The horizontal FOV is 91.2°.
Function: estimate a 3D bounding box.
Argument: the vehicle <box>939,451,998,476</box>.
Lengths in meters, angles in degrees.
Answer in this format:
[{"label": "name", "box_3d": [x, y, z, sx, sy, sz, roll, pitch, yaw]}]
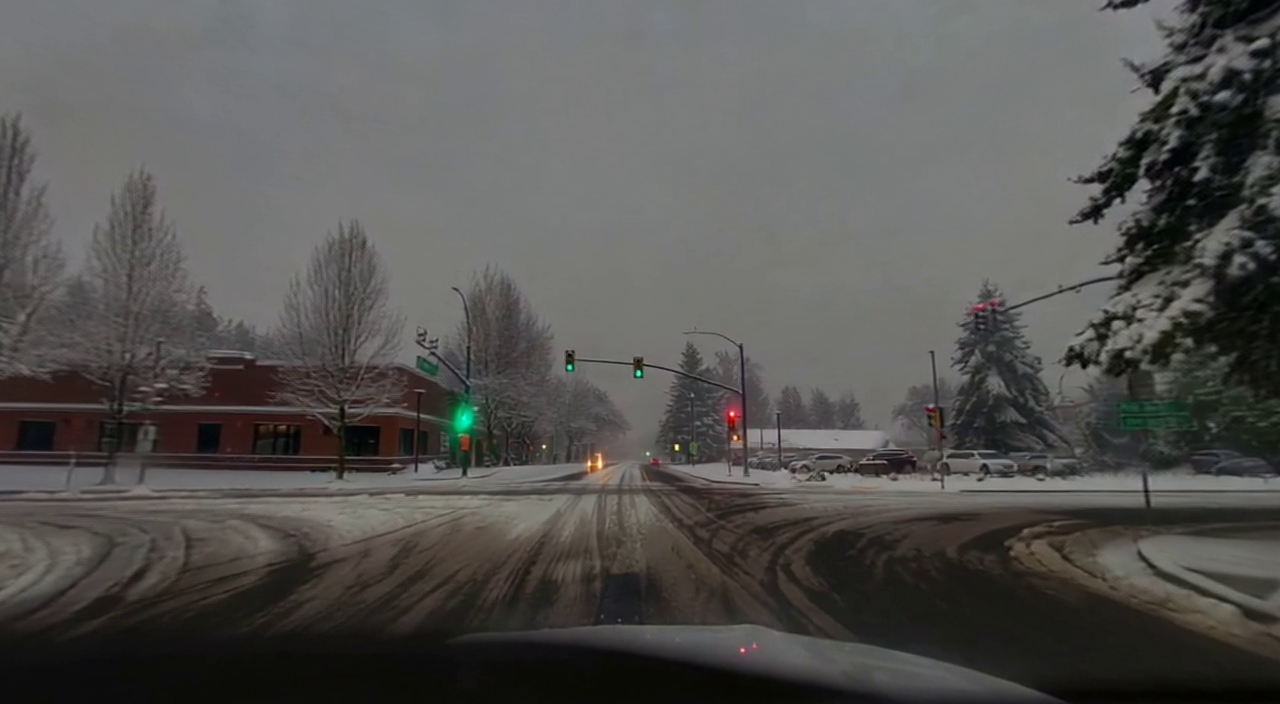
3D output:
[{"label": "vehicle", "box_3d": [21.379, 7.237, 40.950, 1.923, 1.463, 3.758, -1, -8, 3]}]

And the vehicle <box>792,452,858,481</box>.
[{"label": "vehicle", "box_3d": [10.705, 6.537, 36.112, 1.955, 1.508, 4.295, -8, -12, 41]}]

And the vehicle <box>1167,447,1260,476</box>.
[{"label": "vehicle", "box_3d": [28.578, 5.462, 31.362, 1.591, 1.332, 3.202, -2, -9, 1]}]

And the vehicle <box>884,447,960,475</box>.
[{"label": "vehicle", "box_3d": [16.490, 6.325, 36.577, 4.522, 1.546, 1.941, 6, -11, -36]}]

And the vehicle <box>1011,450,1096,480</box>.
[{"label": "vehicle", "box_3d": [20.598, 5.618, 31.389, 1.851, 1.388, 3.475, 0, -8, 1]}]
